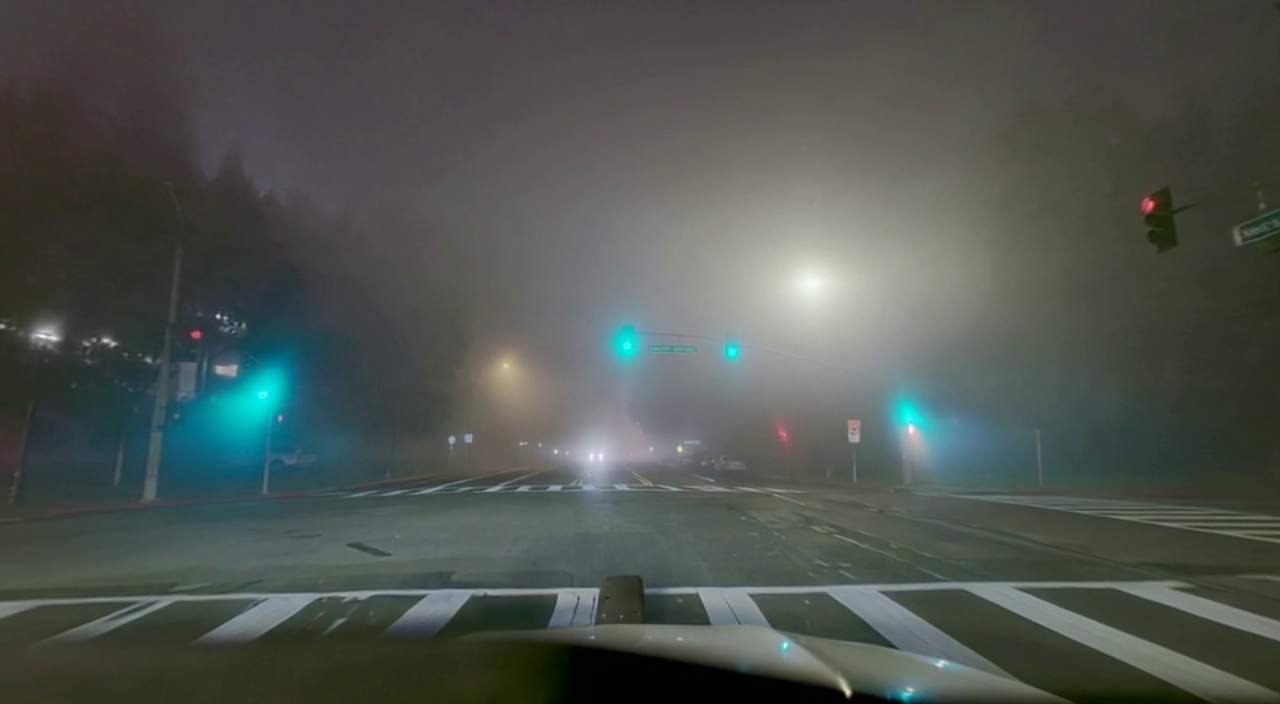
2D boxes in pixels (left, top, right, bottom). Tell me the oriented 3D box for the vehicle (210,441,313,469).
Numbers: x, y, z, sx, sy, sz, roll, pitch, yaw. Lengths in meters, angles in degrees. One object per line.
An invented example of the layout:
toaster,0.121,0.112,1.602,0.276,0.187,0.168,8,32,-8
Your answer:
vehicle,-22.227,6.049,37.277,4.765,1.593,1.891,1,-9,-7
